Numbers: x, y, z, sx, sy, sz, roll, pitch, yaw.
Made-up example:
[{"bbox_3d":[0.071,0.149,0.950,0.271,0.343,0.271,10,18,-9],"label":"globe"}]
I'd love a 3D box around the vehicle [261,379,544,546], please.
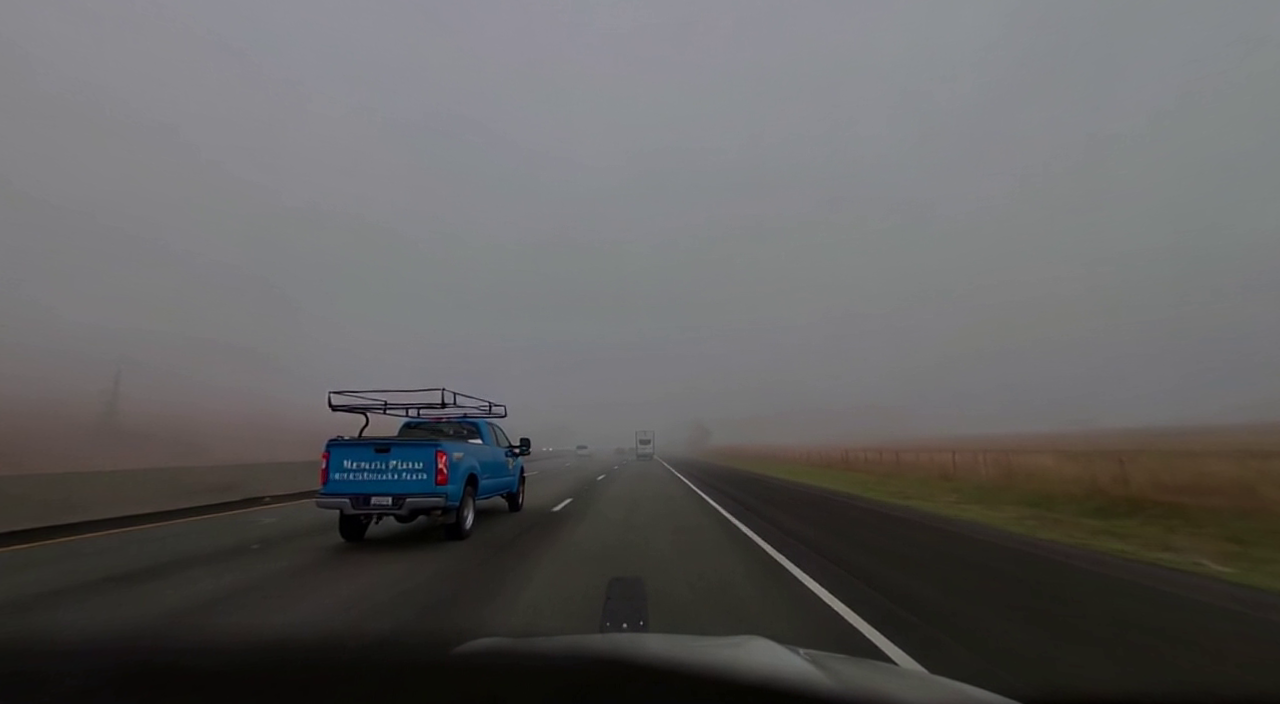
[{"bbox_3d":[-3.831,2.027,12.253,2.791,2.330,6.725,0,-8,1],"label":"vehicle"}]

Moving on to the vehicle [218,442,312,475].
[{"bbox_3d":[-28.328,8.031,48.036,2.617,2.264,7.208,0,-8,1],"label":"vehicle"}]
